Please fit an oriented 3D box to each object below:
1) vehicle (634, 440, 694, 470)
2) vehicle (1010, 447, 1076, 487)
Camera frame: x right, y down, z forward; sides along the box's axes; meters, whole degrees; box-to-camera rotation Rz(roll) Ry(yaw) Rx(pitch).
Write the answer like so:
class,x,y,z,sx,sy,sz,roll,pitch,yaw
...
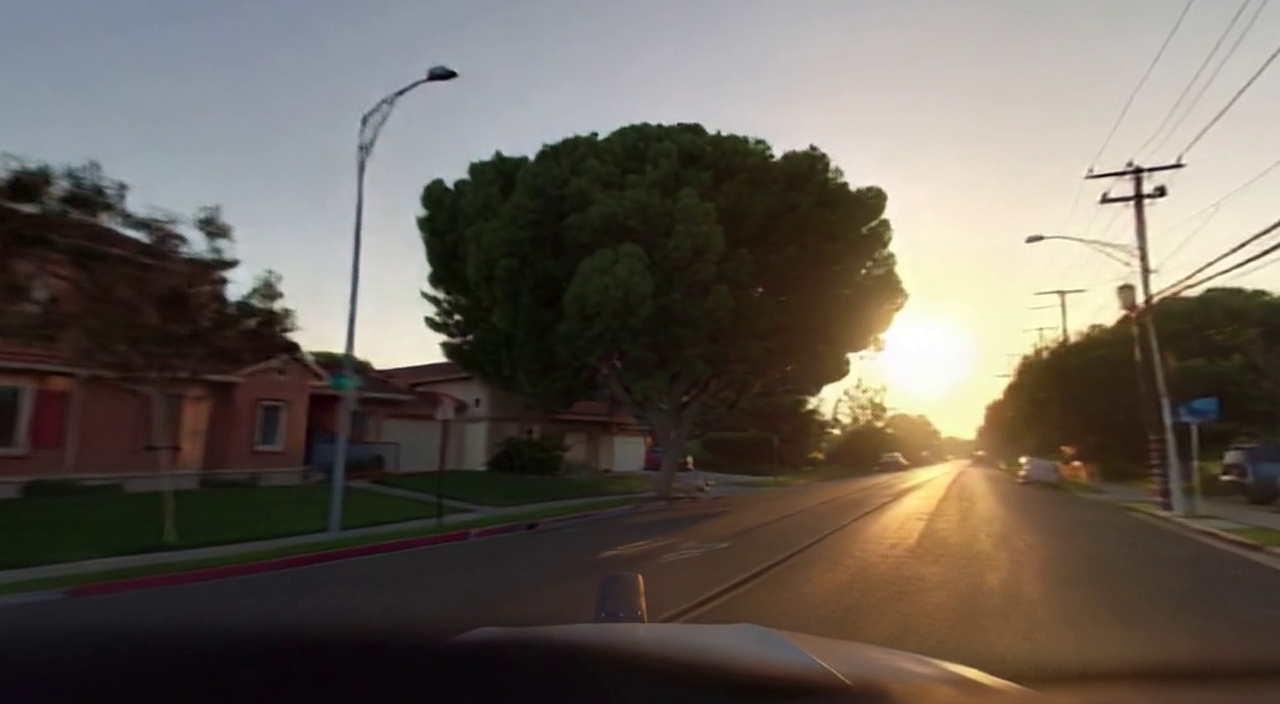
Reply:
class,x,y,z,sx,sy,sz,roll,pitch,yaw
vehicle,1.687,6.774,41.385,2.034,1.829,5.161,-4,-11,25
vehicle,21.376,6.053,33.713,2.114,1.858,5.144,-3,-9,24
